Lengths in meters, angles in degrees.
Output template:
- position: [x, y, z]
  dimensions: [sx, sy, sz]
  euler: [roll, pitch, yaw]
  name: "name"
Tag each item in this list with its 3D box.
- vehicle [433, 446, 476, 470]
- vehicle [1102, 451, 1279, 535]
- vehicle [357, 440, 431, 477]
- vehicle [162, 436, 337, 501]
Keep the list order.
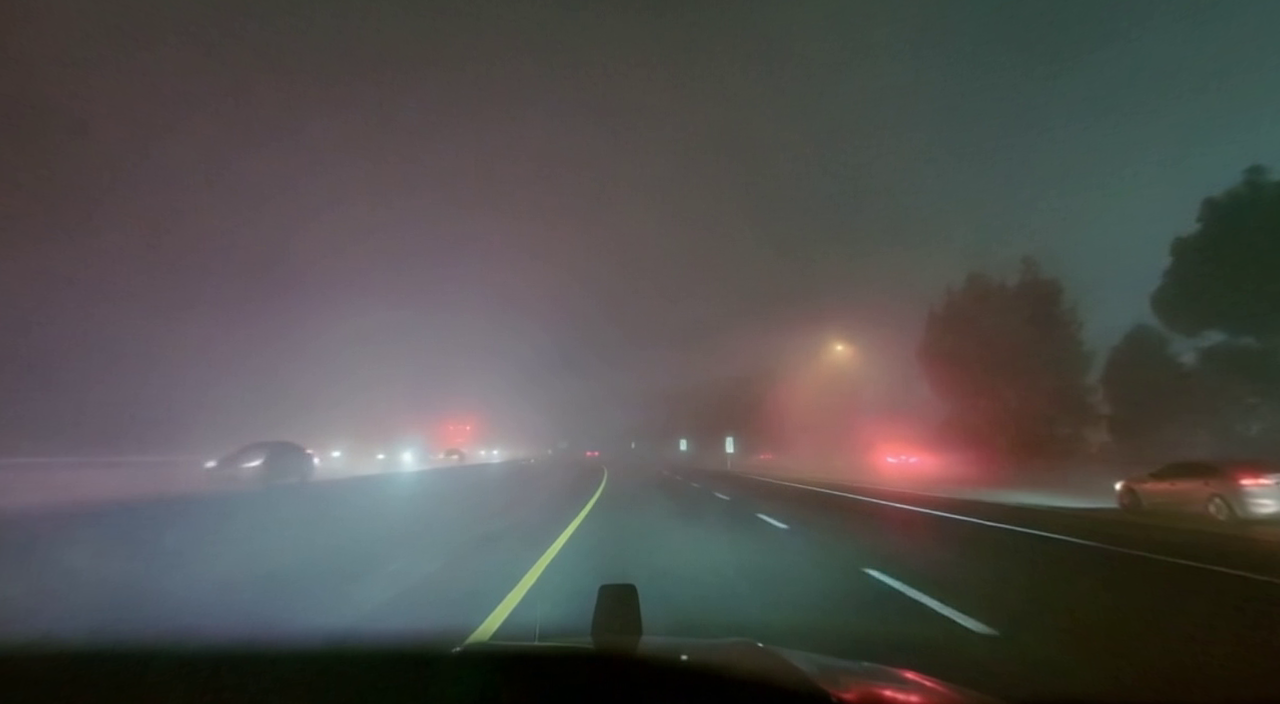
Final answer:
- position: [-12.104, 6.948, 41.111]
  dimensions: [1.817, 1.455, 3.867]
  euler: [0, -9, -3]
  name: "vehicle"
- position: [12.946, 2.962, 13.810]
  dimensions: [1.941, 1.536, 4.585]
  euler: [0, -9, -1]
  name: "vehicle"
- position: [-11.357, 4.933, 29.253]
  dimensions: [1.924, 1.579, 4.165]
  euler: [0, -9, -3]
  name: "vehicle"
- position: [-10.405, 3.130, 17.254]
  dimensions: [1.946, 1.519, 4.791]
  euler: [0, -9, -3]
  name: "vehicle"
